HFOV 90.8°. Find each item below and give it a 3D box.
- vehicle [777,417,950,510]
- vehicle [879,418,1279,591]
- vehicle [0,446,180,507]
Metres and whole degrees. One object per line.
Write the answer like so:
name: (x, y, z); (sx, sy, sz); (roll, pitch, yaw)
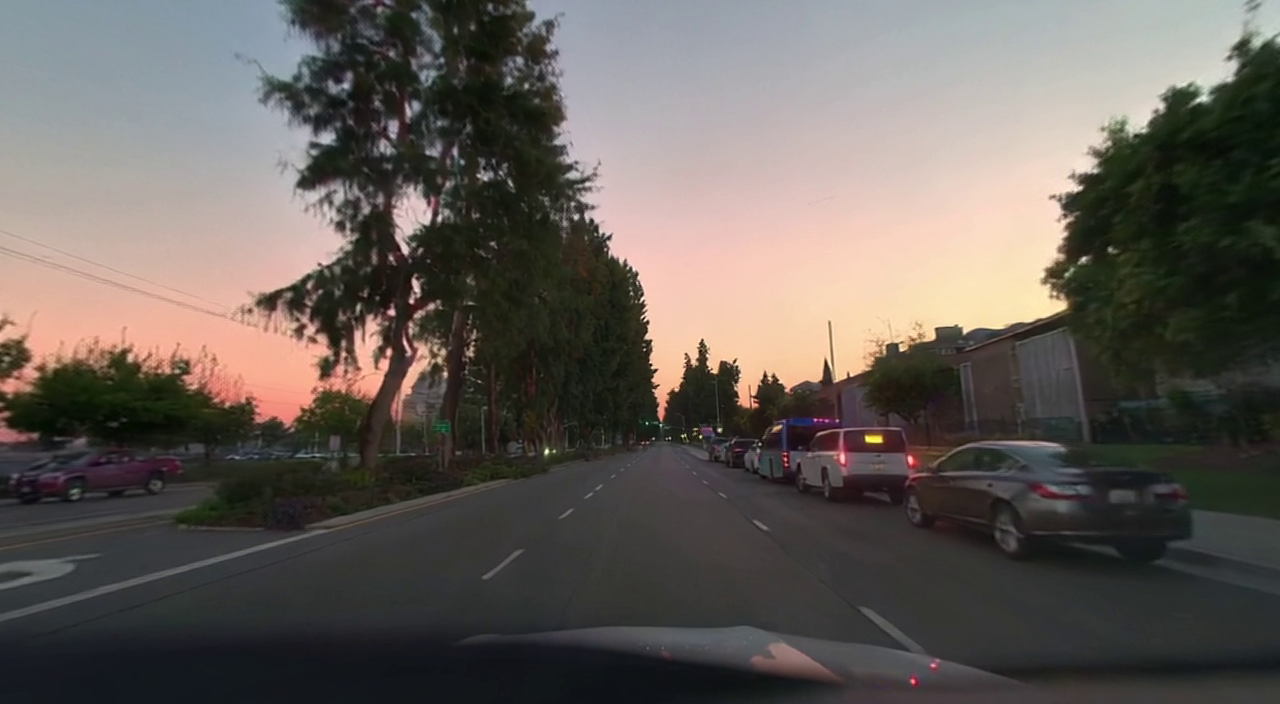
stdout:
vehicle: (4.803, 2.496, 14.505); (2.304, 1.760, 4.630); (0, -8, 1)
vehicle: (4.789, 1.645, 7.730); (1.973, 1.465, 4.440); (0, -8, 0)
vehicle: (-18.996, 4.195, 21.885); (2.166, 1.804, 4.897); (-1, -8, 3)
